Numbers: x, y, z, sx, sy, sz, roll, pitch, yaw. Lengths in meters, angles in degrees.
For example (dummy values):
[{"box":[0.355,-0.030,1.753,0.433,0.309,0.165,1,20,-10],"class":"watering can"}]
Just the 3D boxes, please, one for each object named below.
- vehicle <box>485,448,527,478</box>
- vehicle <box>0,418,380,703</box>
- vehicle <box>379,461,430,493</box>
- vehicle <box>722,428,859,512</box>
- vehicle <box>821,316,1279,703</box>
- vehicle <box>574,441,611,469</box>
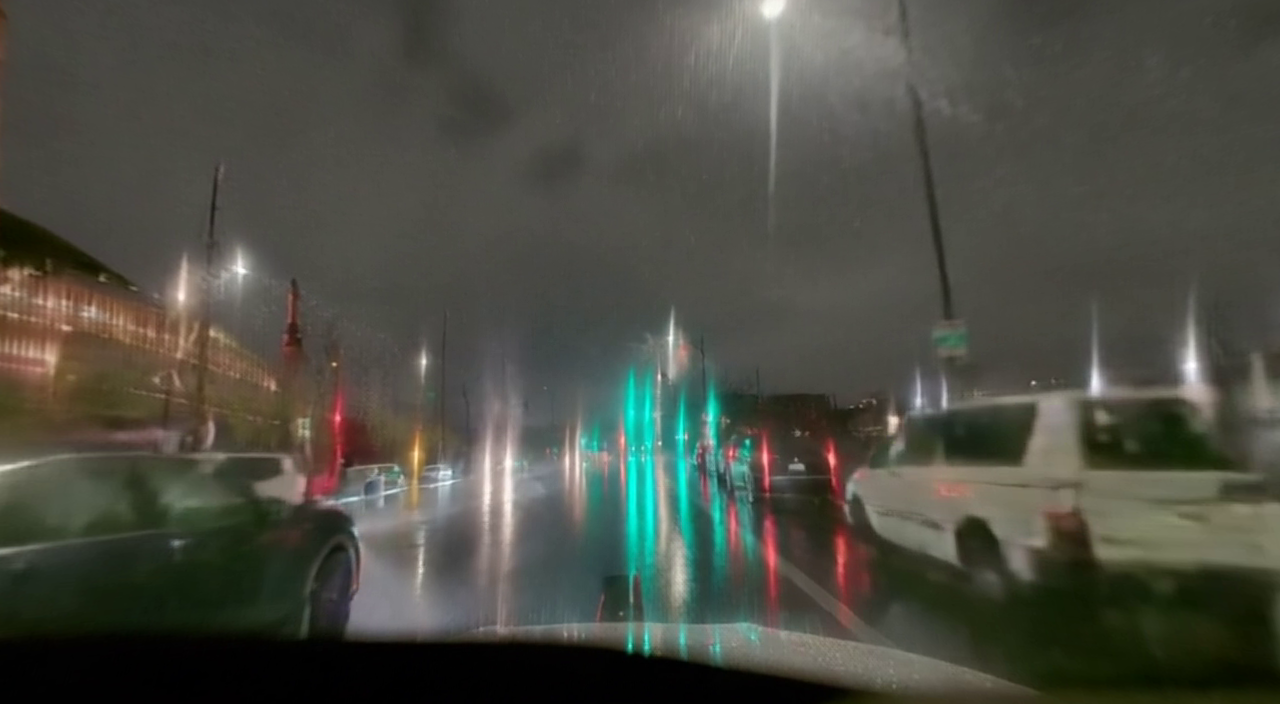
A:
[{"box":[-9.040,7.531,43.012,1.965,1.868,4.012,0,-8,0],"class":"vehicle"},{"box":[-3.295,1.145,3.077,2.089,1.547,4.635,0,-8,0],"class":"vehicle"},{"box":[-15.762,8.344,42.569,1.914,1.876,4.726,-1,-9,-4],"class":"vehicle"},{"box":[3.329,2.735,15.076,2.206,1.664,4.578,-1,-9,1],"class":"vehicle"},{"box":[3.471,1.137,5.494,2.207,1.886,5.128,0,-9,0],"class":"vehicle"},{"box":[-3.409,7.484,46.081,2.293,1.936,4.737,0,-8,0],"class":"vehicle"}]
